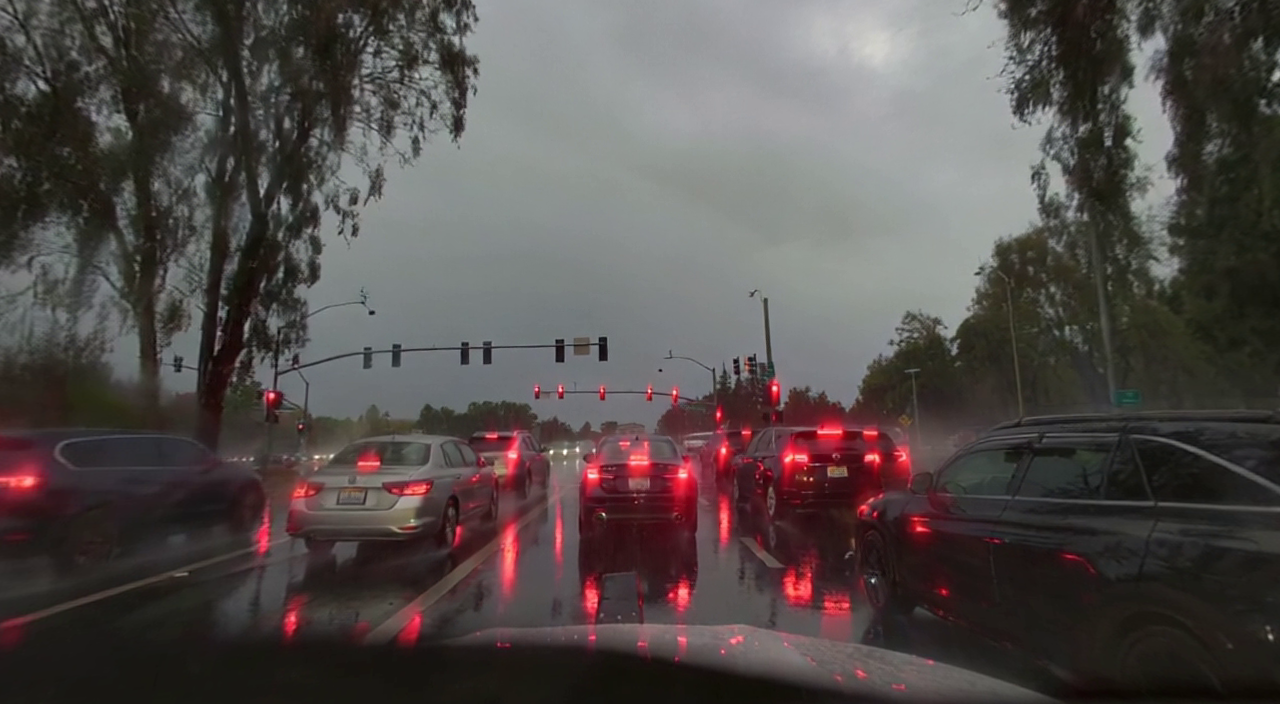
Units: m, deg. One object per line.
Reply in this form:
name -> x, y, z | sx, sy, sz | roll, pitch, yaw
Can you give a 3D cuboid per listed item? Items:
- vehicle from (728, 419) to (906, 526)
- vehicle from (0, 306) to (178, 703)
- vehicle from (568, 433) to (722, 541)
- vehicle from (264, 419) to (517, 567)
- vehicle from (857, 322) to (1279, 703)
vehicle -> 3.072, 2.196, 12.018 | 2.106, 1.667, 4.101 | 0, -8, -1
vehicle -> -3.200, 0.497, 0.603 | 2.079, 1.756, 4.676 | 0, -8, -2
vehicle -> 0.004, 2.098, 10.424 | 2.076, 1.438, 3.770 | 0, -8, -2
vehicle -> -3.061, 1.811, 8.895 | 1.896, 1.546, 4.378 | 0, -8, -2
vehicle -> 3.155, 0.989, 3.738 | 2.074, 1.685, 4.387 | 0, -8, -1
